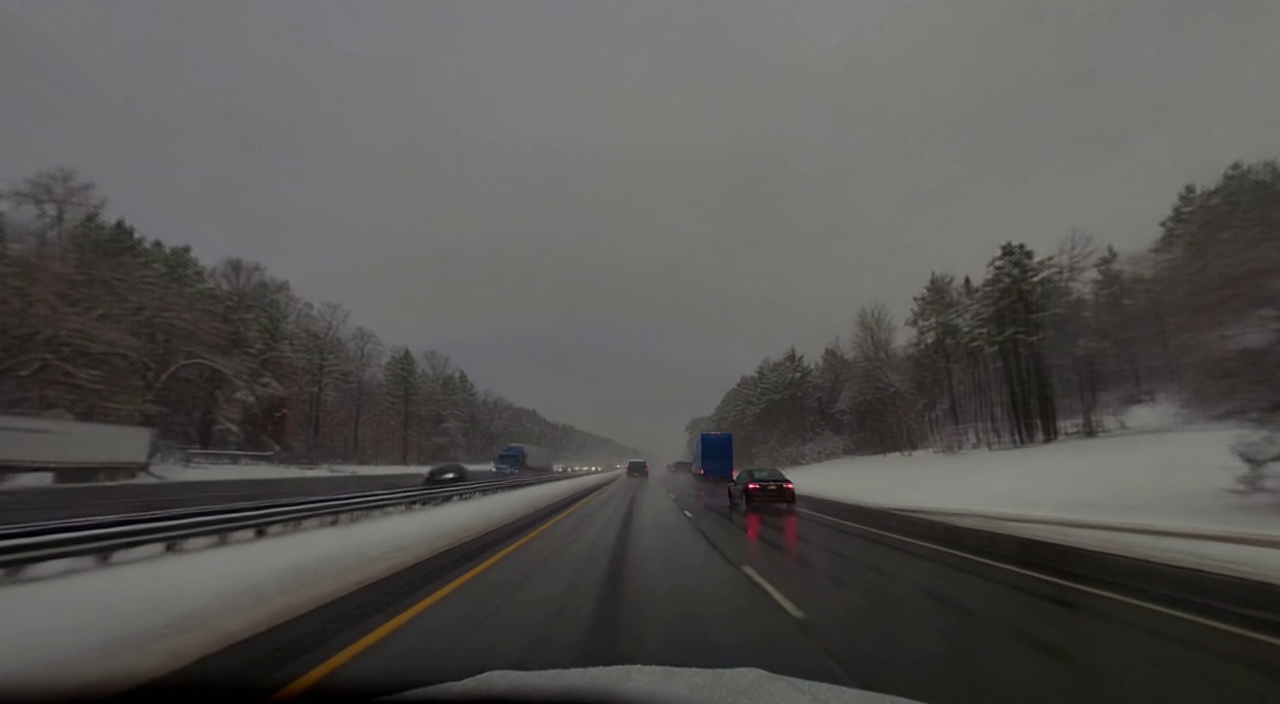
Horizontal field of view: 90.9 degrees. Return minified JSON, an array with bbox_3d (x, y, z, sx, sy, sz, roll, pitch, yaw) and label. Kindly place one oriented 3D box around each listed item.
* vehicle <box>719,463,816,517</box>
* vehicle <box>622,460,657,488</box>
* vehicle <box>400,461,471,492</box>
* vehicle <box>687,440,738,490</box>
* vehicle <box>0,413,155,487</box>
[{"bbox_3d":[4.056,4.498,21.004,2.073,1.532,4.969,1,-10,-2],"label":"vehicle"},{"bbox_3d":[-0.018,8.144,42.032,2.212,1.717,4.452,0,-10,1],"label":"vehicle"},{"bbox_3d":[-10.816,6.639,33.743,2.068,1.507,4.692,0,-10,3],"label":"vehicle"},{"bbox_3d":[4.661,7.493,41.759,2.563,2.975,6.941,1,-10,0],"label":"vehicle"},{"bbox_3d":[-35.108,5.554,35.317,3.222,3.828,16.663,1,-10,-2],"label":"vehicle"}]
